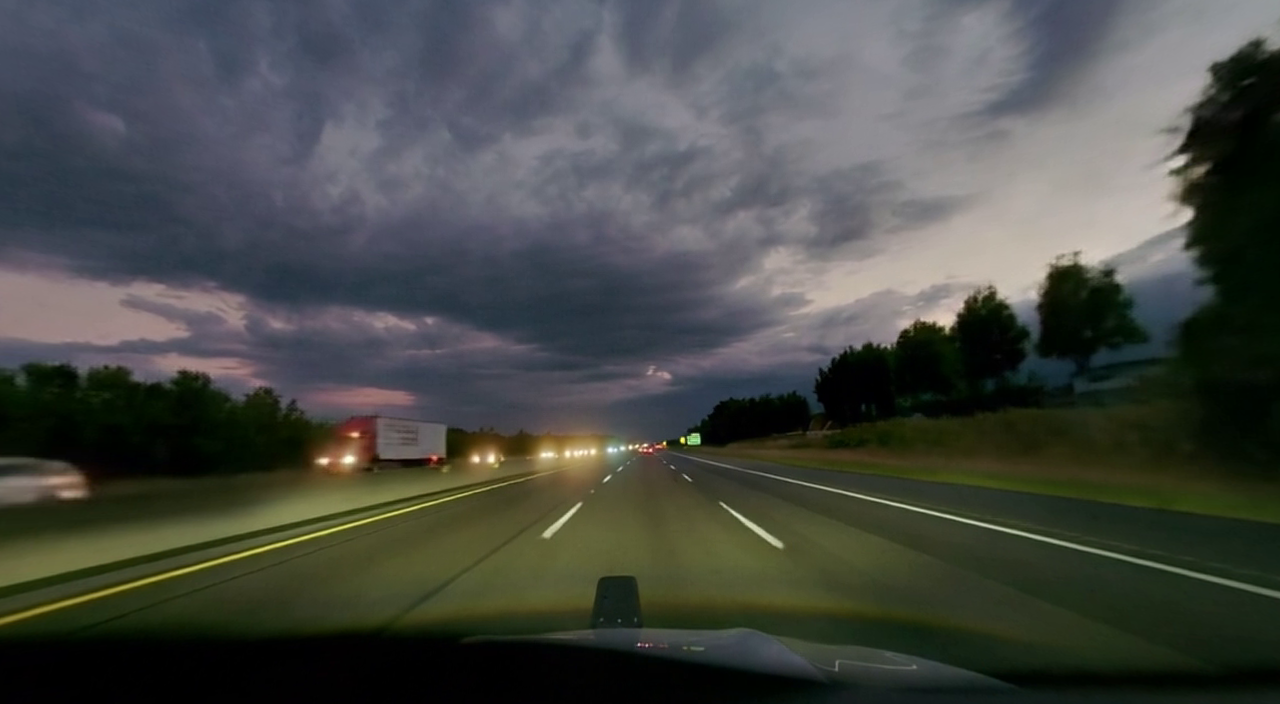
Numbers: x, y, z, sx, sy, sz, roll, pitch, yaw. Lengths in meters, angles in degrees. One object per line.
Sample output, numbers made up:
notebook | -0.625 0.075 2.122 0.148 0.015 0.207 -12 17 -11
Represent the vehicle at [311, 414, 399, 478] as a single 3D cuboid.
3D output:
vehicle | -19.044 6.350 42.484 3.022 3.977 5.909 -1 -9 0
